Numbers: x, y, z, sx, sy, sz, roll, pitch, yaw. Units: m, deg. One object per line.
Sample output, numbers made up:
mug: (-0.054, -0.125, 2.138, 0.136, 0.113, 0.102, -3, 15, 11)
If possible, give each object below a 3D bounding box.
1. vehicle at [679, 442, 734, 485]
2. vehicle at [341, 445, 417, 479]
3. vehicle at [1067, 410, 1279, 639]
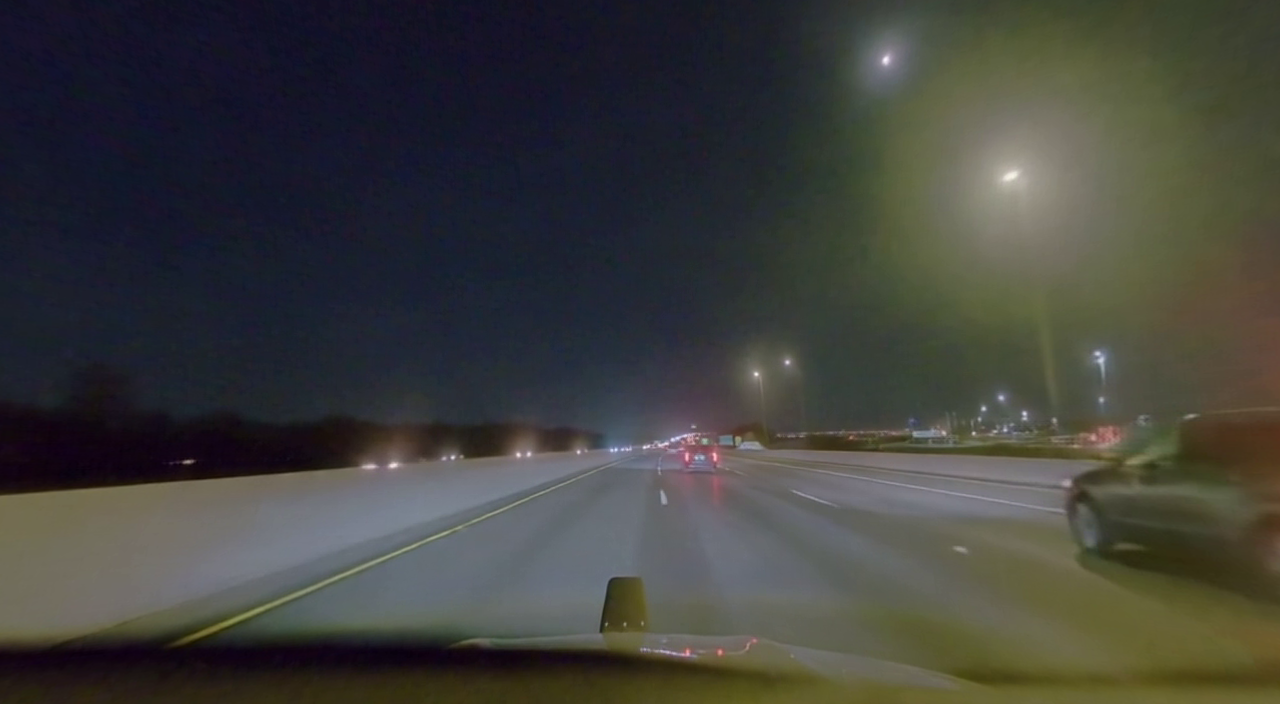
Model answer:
vehicle: (2.325, 3.969, 22.764, 1.683, 1.400, 3.868, -1, -8, 2)
vehicle: (-13.610, 5.731, 33.086, 1.960, 1.608, 4.315, -1, -8, 3)
vehicle: (5.292, 1.184, 4.329, 1.770, 1.566, 4.282, 0, -8, 2)
